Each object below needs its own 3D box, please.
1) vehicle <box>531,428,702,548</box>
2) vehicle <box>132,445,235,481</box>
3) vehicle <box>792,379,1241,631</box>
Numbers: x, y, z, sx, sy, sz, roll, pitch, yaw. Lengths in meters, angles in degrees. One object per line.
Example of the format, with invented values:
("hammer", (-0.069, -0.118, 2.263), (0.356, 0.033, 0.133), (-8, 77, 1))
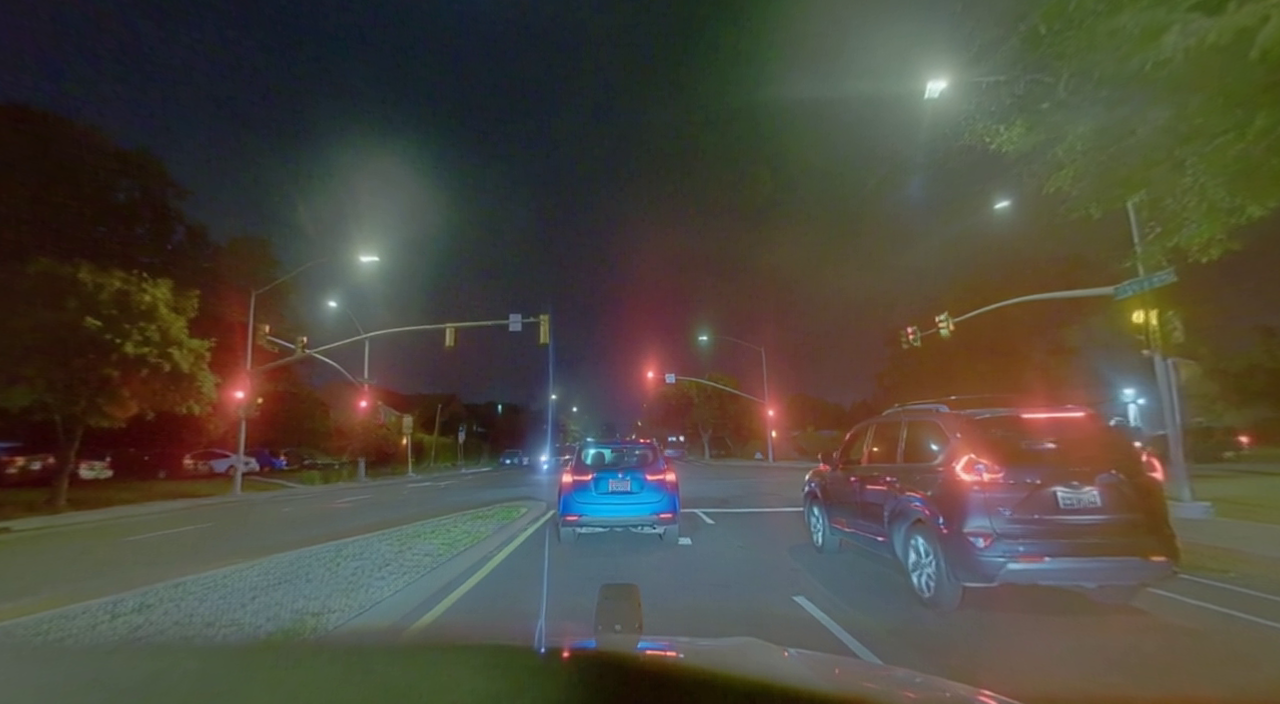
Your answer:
("vehicle", (-0.328, 2.091, 10.468), (2.177, 1.512, 4.682), (0, -9, -1))
("vehicle", (-28.581, 6.934, 39.795), (4.943, 2.110, 2.217), (5, -10, -32))
("vehicle", (3.195, 1.403, 6.718), (2.046, 1.768, 4.370), (0, -9, 0))
